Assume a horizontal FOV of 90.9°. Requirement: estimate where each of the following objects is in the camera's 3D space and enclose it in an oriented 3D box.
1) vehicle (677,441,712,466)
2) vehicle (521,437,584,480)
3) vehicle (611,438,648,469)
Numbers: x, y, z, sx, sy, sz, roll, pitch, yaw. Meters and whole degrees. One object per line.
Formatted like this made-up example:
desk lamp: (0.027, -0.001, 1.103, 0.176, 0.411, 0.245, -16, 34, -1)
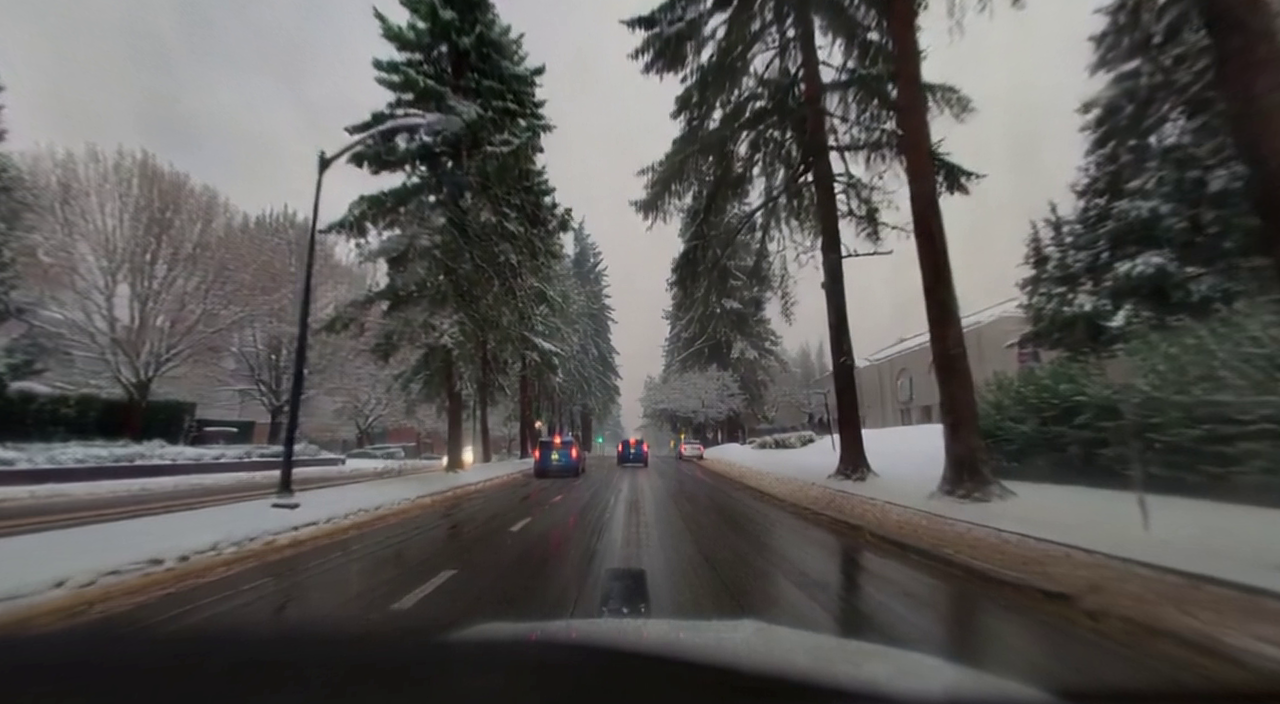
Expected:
vehicle: (3.467, 6.594, 40.837, 1.847, 1.554, 4.052, 0, -10, -2)
vehicle: (-3.705, 4.634, 27.501, 2.047, 1.710, 4.314, 0, -10, 1)
vehicle: (-0.579, 5.852, 36.241, 2.022, 1.700, 4.084, 0, -10, 0)
